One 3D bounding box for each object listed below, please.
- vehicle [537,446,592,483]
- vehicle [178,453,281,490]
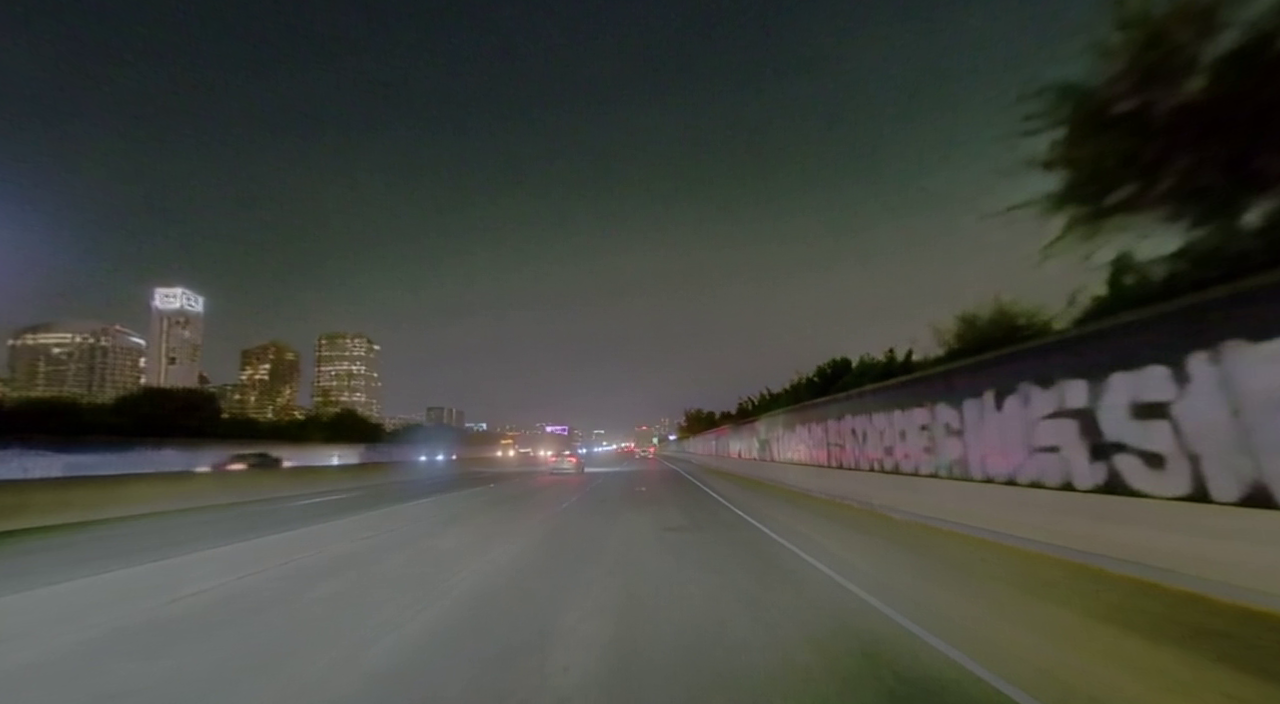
[{"bbox_3d":[-3.205,4.861,27.530,1.803,1.466,4.509,0,-9,1],"label":"vehicle"},{"bbox_3d":[-18.336,5.328,28.389,1.776,1.488,4.159,0,-9,0],"label":"vehicle"}]
